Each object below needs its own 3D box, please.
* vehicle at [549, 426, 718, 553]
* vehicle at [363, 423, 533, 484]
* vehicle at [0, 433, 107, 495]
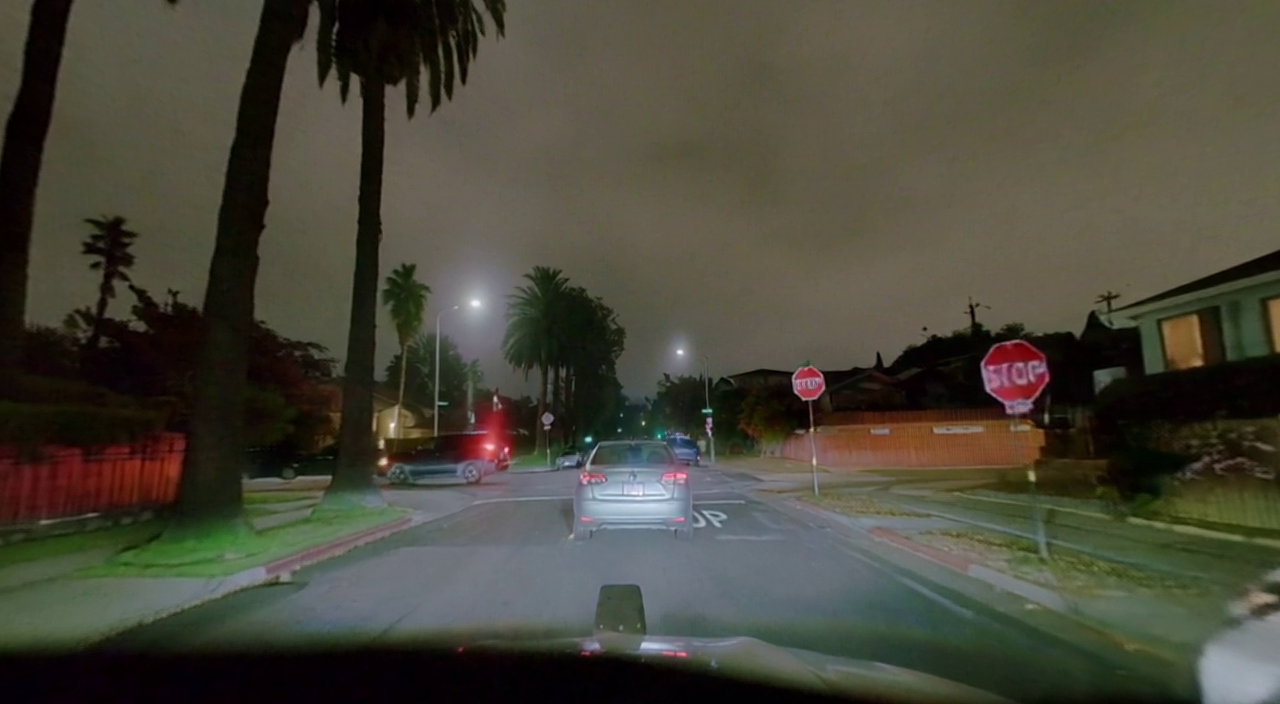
[{"bbox_3d":[-0.084,1.959,9.627,2.010,1.499,4.107,0,-9,0],"label":"vehicle"},{"bbox_3d":[-7.349,3.850,23.931,6.308,2.057,2.353,-5,-10,28],"label":"vehicle"},{"bbox_3d":[-20.810,3.727,20.680,4.603,1.858,2.191,-3,-8,2],"label":"vehicle"}]
